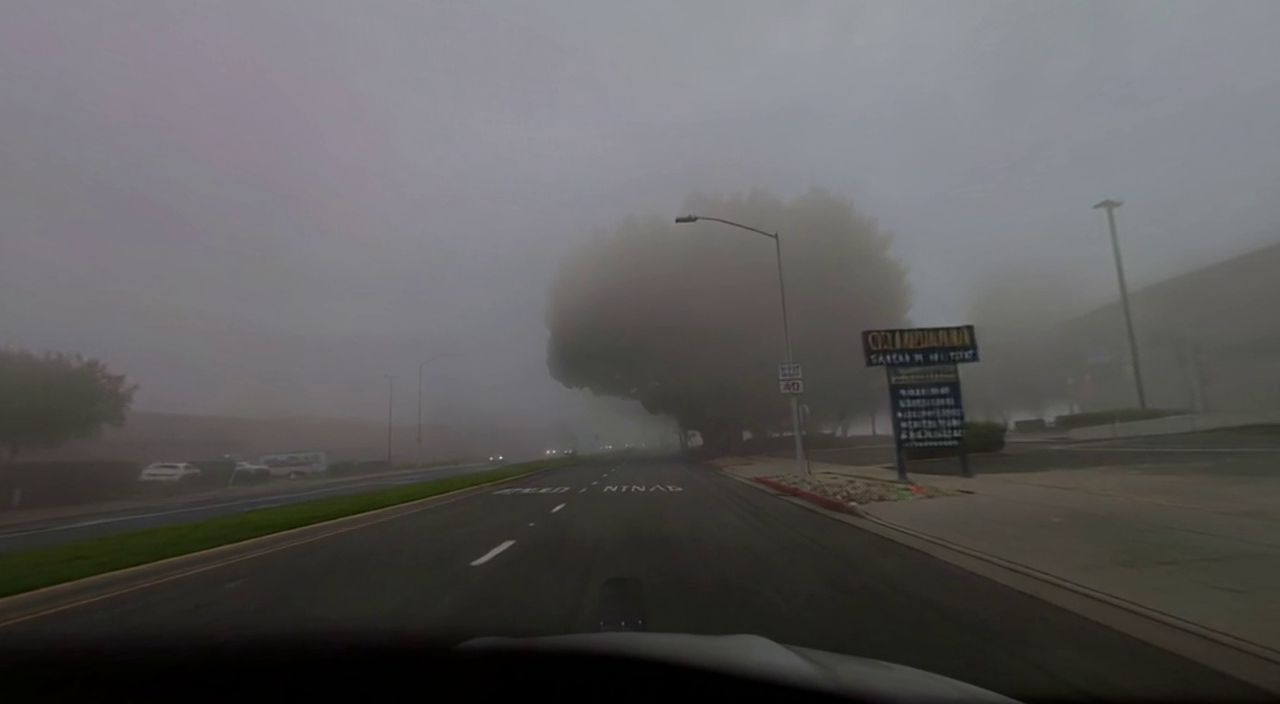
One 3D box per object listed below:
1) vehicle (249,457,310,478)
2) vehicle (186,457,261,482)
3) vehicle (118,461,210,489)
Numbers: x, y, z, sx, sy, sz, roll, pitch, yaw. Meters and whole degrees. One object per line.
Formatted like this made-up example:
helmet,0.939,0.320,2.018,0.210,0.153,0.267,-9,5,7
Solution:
vehicle,-27.510,8.825,47.939,3.592,1.501,1.697,0,-9,2
vehicle,-28.169,7.943,42.539,3.664,1.564,2.023,0,-9,1
vehicle,-27.658,7.121,36.553,3.797,1.527,1.830,0,-9,0
